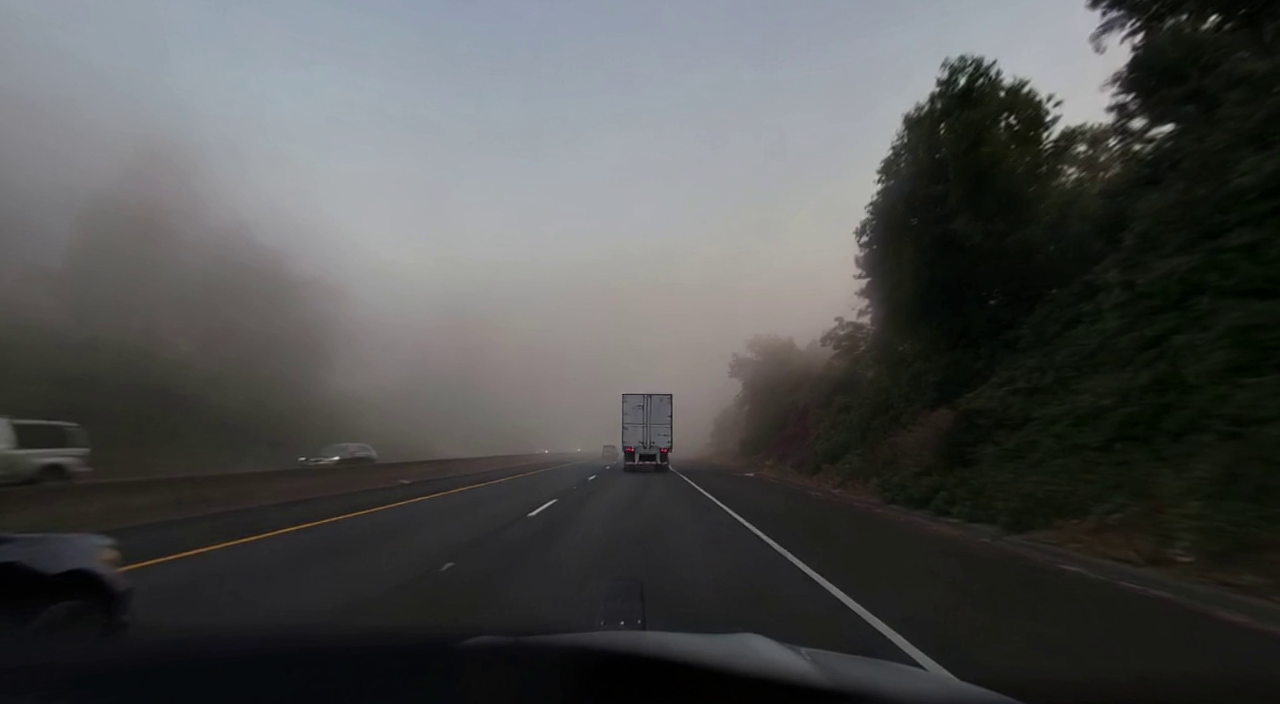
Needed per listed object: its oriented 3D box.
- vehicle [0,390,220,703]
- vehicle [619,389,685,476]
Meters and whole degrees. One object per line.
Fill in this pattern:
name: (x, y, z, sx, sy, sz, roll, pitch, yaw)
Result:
vehicle: (-3.619, 0.743, 1.289, 2.074, 1.546, 4.946, 0, -9, 0)
vehicle: (0.485, 4.356, 33.087, 2.959, 3.828, 9.617, 0, -9, -1)
